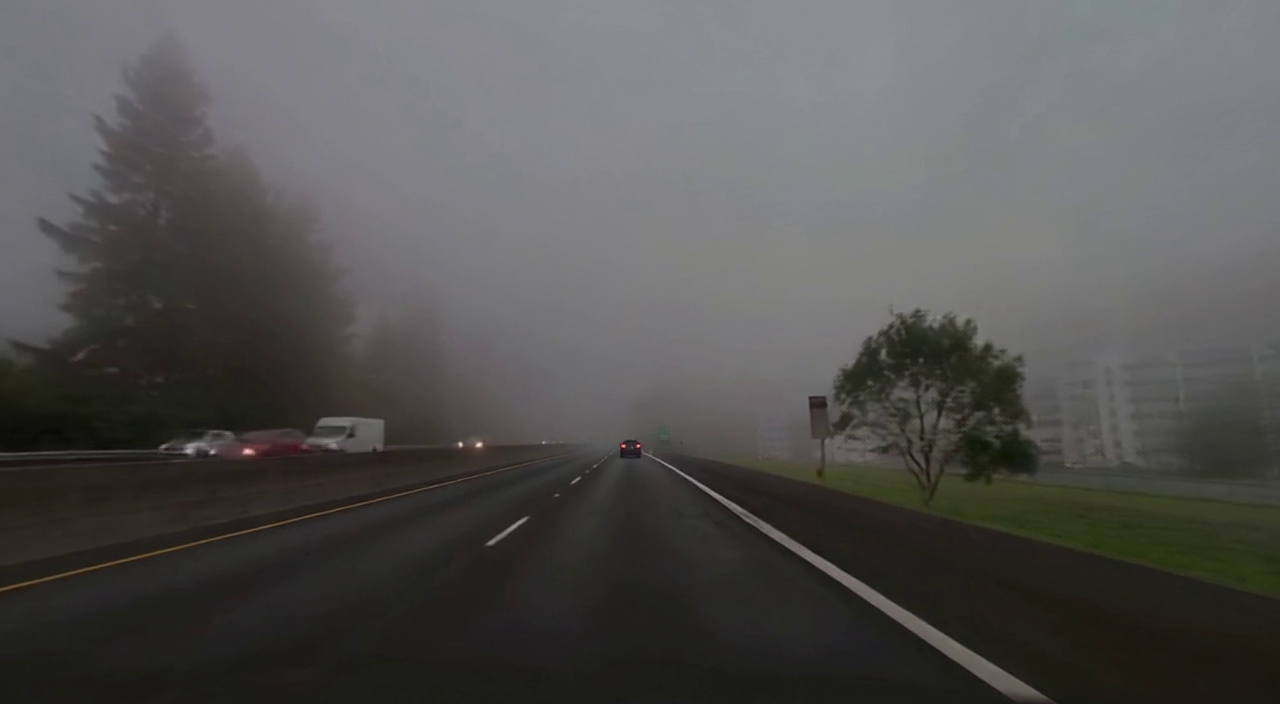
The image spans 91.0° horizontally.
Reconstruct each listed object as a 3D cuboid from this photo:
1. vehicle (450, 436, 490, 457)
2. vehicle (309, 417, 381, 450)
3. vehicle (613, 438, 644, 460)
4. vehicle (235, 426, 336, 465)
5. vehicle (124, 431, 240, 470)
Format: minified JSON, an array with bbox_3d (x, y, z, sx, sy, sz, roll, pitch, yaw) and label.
[{"bbox_3d":[-12.989,7.215,48.321,1.901,1.507,4.711,0,-8,-1],"label":"vehicle"},{"bbox_3d":[-16.334,4.584,35.102,1.945,1.723,4.462,0,-8,-1],"label":"vehicle"},{"bbox_3d":[-0.868,6.960,45.239,2.099,1.504,3.843,0,-8,-2],"label":"vehicle"},{"bbox_3d":[-16.238,4.318,29.150,2.092,1.633,4.489,0,-8,-1],"label":"vehicle"},{"bbox_3d":[-19.960,4.304,27.710,1.926,1.524,4.334,0,-8,-2],"label":"vehicle"}]
